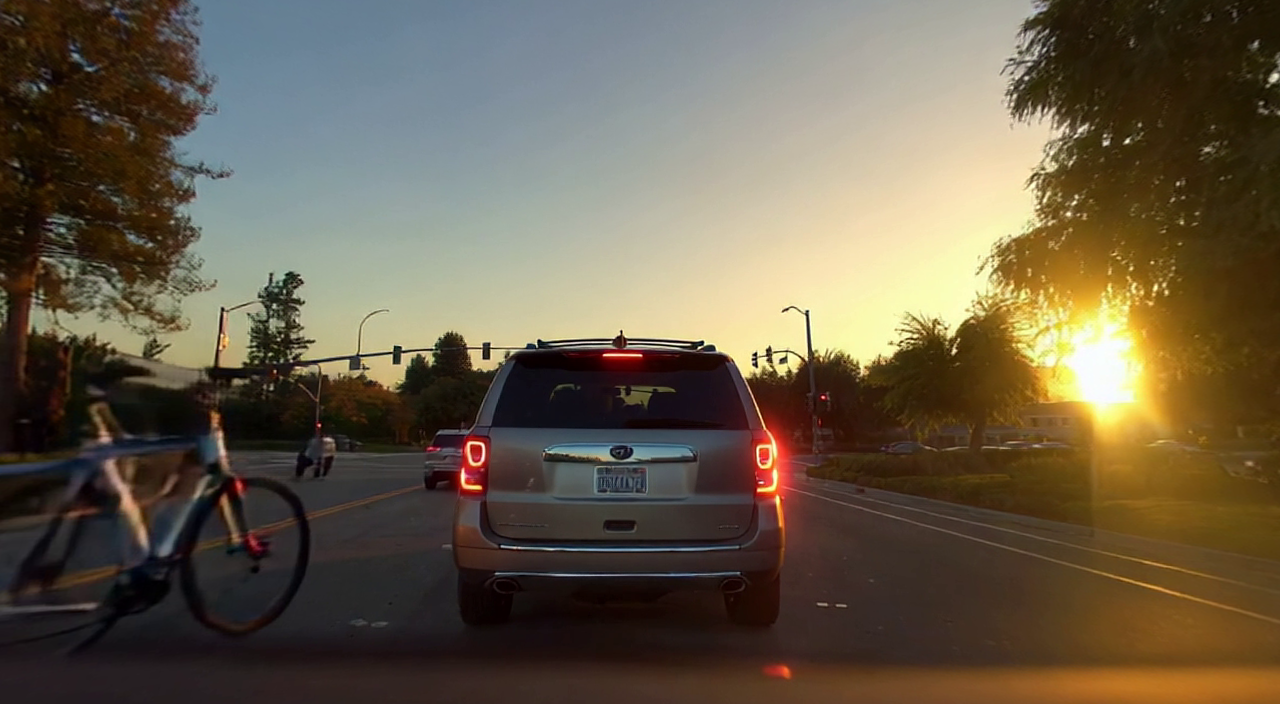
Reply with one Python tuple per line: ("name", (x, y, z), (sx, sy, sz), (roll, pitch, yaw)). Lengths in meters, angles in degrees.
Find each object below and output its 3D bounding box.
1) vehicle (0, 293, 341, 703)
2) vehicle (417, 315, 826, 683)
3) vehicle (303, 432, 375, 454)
("vehicle", (-3.476, 0.715, 2.180), (2.337, 1.858, 5.409), (0, -8, -1))
("vehicle", (-0.243, 1.156, 6.010), (2.333, 2.087, 4.586), (1, -8, -4))
("vehicle", (-23.178, 7.055, 48.722), (4.576, 1.632, 1.960), (1, -9, -8))
